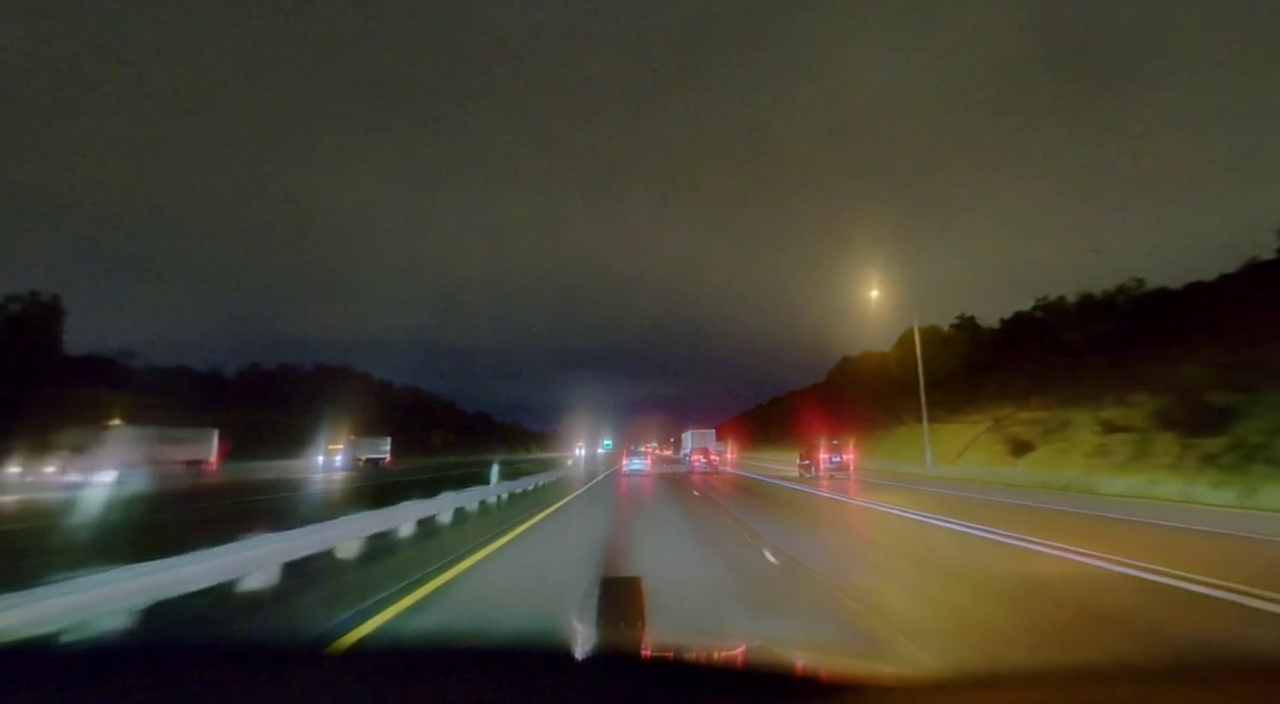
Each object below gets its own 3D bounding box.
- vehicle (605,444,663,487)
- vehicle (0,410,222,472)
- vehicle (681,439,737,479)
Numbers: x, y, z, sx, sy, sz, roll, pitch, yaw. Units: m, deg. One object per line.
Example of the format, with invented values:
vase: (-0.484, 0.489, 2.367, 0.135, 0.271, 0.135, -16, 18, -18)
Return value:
vehicle: (-0.211, 4.127, 23.121, 1.970, 1.441, 3.846, 0, -9, 0)
vehicle: (-35.823, 6.294, 43.725, 2.892, 3.450, 16.147, 0, -9, -1)
vehicle: (3.134, 4.981, 29.503, 2.048, 1.704, 4.284, 0, -9, -1)
